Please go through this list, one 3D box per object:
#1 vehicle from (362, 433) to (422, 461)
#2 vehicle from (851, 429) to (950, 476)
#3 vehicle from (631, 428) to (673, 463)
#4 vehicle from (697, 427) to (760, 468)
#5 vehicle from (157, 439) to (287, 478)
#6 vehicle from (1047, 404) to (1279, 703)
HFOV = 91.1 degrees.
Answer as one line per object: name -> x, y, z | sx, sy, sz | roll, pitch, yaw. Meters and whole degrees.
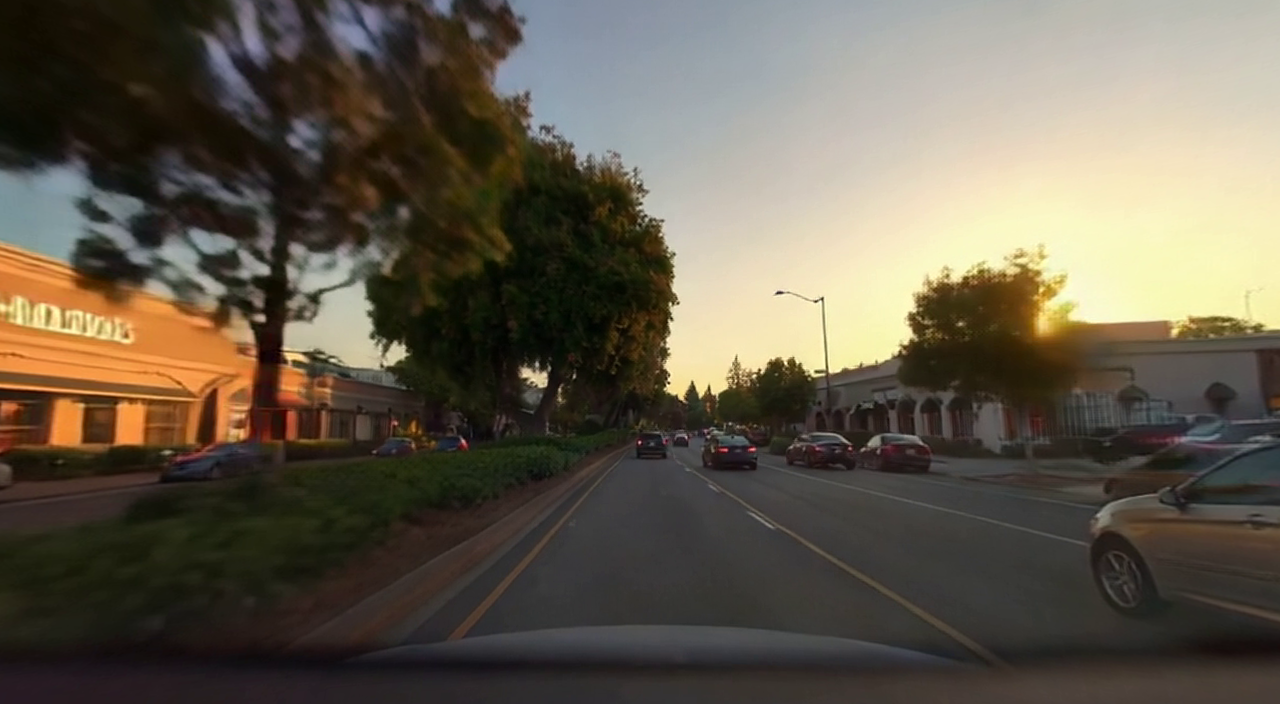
vehicle -> -18.831, 7.211, 47.940 | 2.488, 1.752, 4.991 | -2, -6, 1
vehicle -> 10.495, 4.092, 25.746 | 2.123, 1.726, 4.520 | 0, -8, 0
vehicle -> 0.578, 4.842, 32.645 | 2.098, 1.682, 3.778 | 0, -8, 0
vehicle -> 3.812, 4.236, 27.890 | 2.115, 1.692, 4.189 | 0, -8, -1
vehicle -> -18.675, 4.749, 28.482 | 2.034, 1.532, 5.548 | 0, -8, 1
vehicle -> 3.982, 0.889, 2.322 | 1.908, 1.463, 4.506 | 0, -8, 0
